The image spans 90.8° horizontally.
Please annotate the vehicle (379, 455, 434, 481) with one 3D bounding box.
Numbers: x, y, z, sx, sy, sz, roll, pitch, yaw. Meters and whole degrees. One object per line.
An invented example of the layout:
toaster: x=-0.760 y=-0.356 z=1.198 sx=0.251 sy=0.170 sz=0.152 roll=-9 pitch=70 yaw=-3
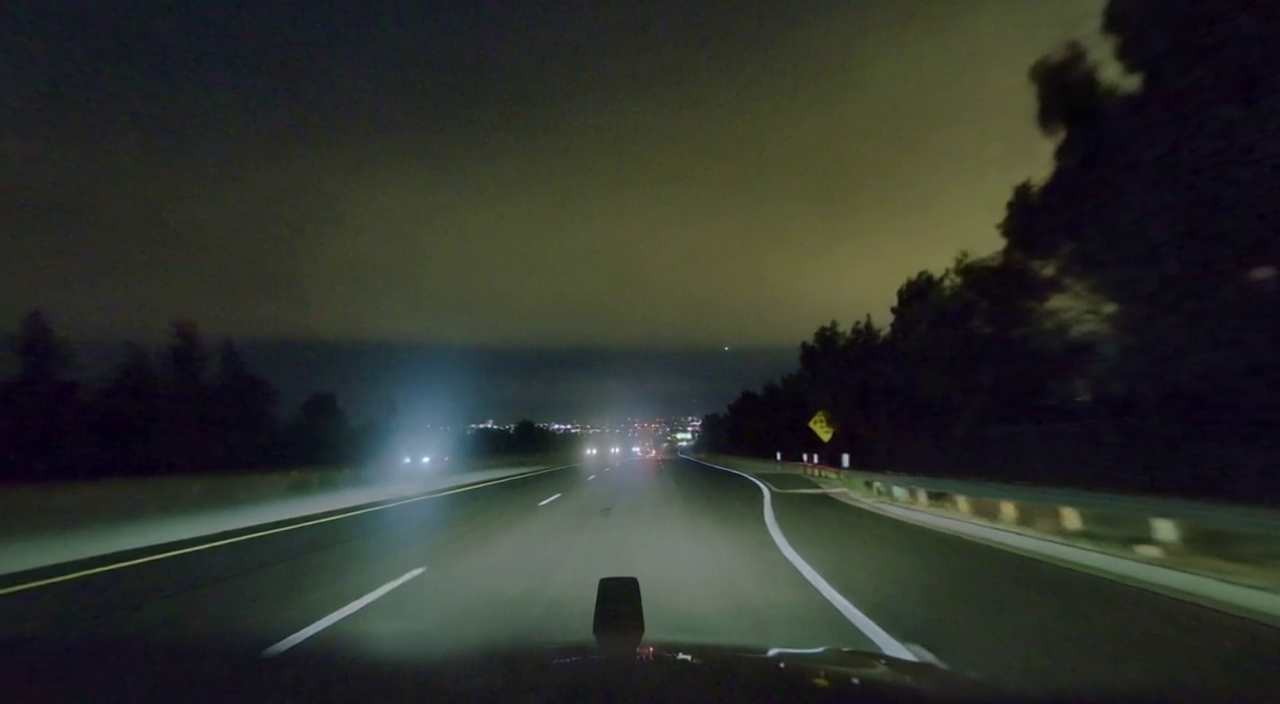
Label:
vehicle: x=-16.371 y=8.138 z=44.555 sx=1.955 sy=1.678 sz=5.003 roll=0 pitch=-9 yaw=1
